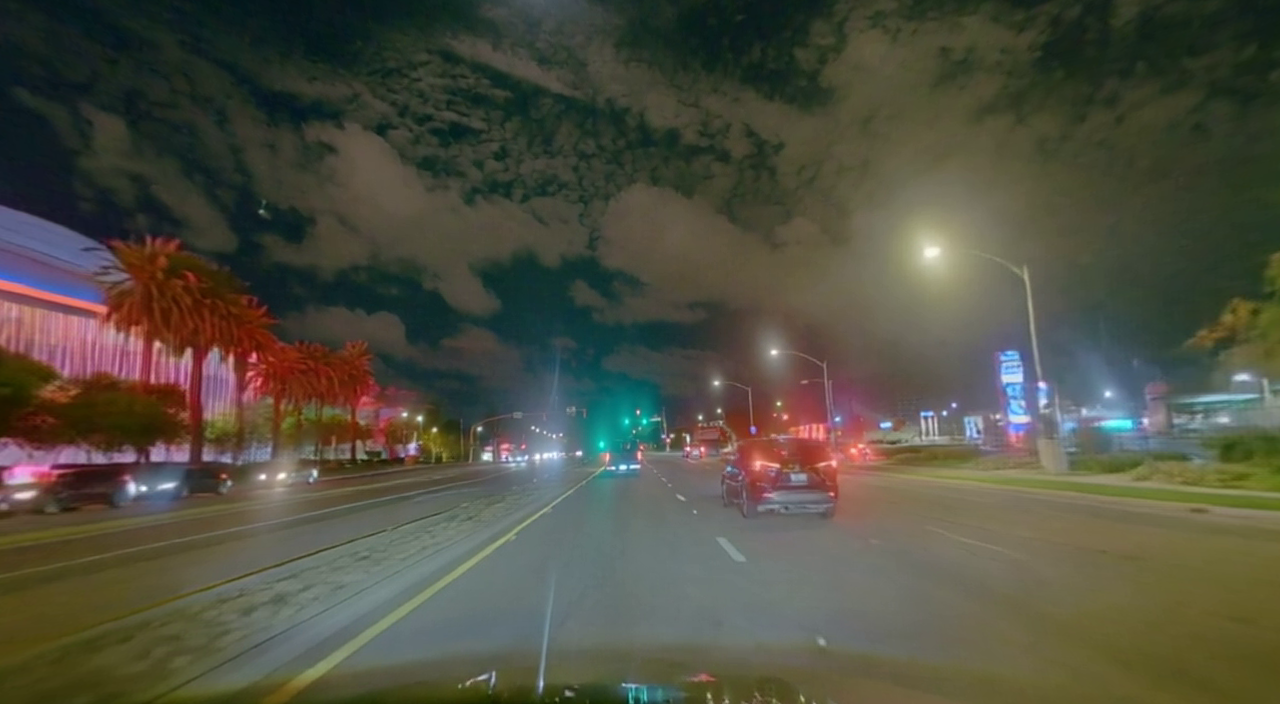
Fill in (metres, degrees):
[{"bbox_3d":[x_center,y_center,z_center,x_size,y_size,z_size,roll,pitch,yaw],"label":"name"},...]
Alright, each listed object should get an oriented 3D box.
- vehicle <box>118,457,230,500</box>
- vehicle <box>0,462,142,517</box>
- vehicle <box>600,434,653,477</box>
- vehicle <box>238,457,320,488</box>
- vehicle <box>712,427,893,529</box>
[{"bbox_3d":[-19.707,5.321,26.844,1.753,1.600,4.040,0,-9,-2],"label":"vehicle"},{"bbox_3d":[-19.436,4.507,21.055,1.920,1.505,4.351,0,-9,1],"label":"vehicle"},{"bbox_3d":[-0.601,4.770,29.143,2.277,1.816,4.192,0,-9,-1],"label":"vehicle"},{"bbox_3d":[-19.540,6.521,34.302,1.847,1.466,4.530,0,-9,-1],"label":"vehicle"},{"bbox_3d":[2.849,2.356,12.358,2.195,1.590,4.668,0,-9,-1],"label":"vehicle"}]
